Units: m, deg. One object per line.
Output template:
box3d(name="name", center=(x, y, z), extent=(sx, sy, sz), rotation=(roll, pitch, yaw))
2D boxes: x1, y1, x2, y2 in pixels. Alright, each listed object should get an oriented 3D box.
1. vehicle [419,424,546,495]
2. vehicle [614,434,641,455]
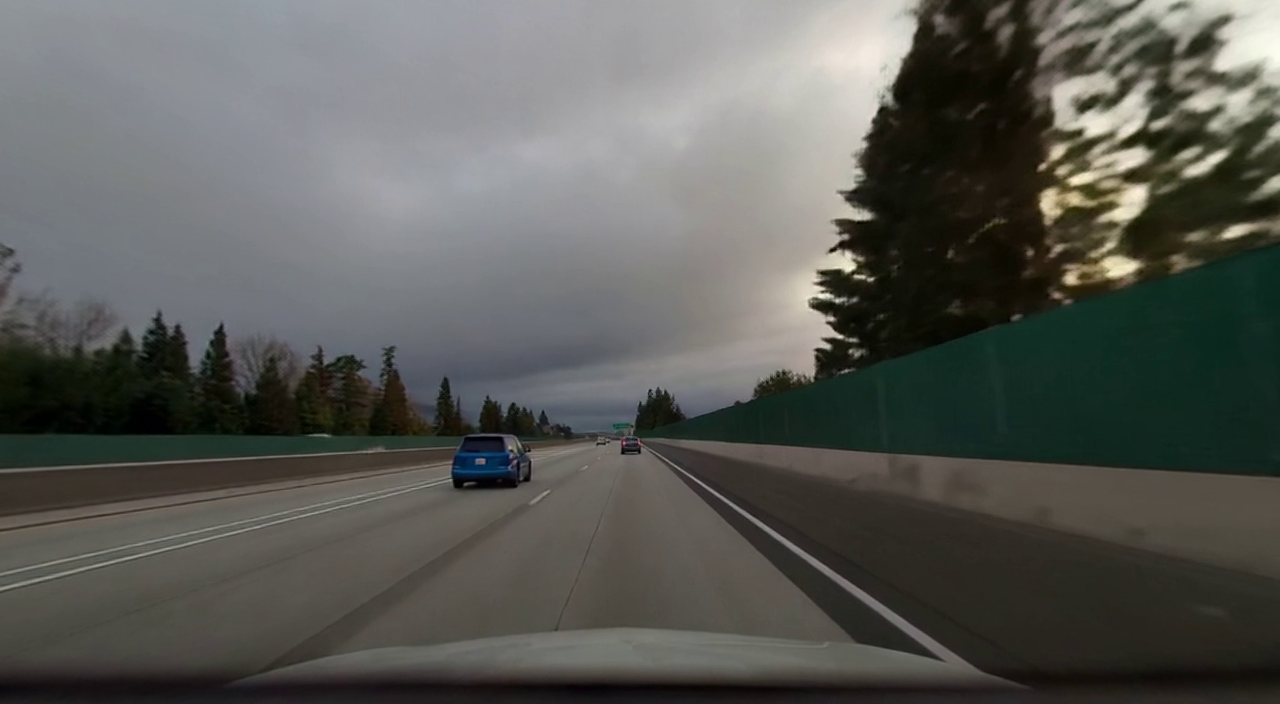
box3d(name="vehicle", center=(-3.803, 2.670, 16.200), extent=(2.072, 1.545, 4.767), rotation=(0, -8, 0))
box3d(name="vehicle", center=(-0.910, 6.564, 44.877), extent=(1.836, 1.450, 3.519), rotation=(0, -8, -1))
